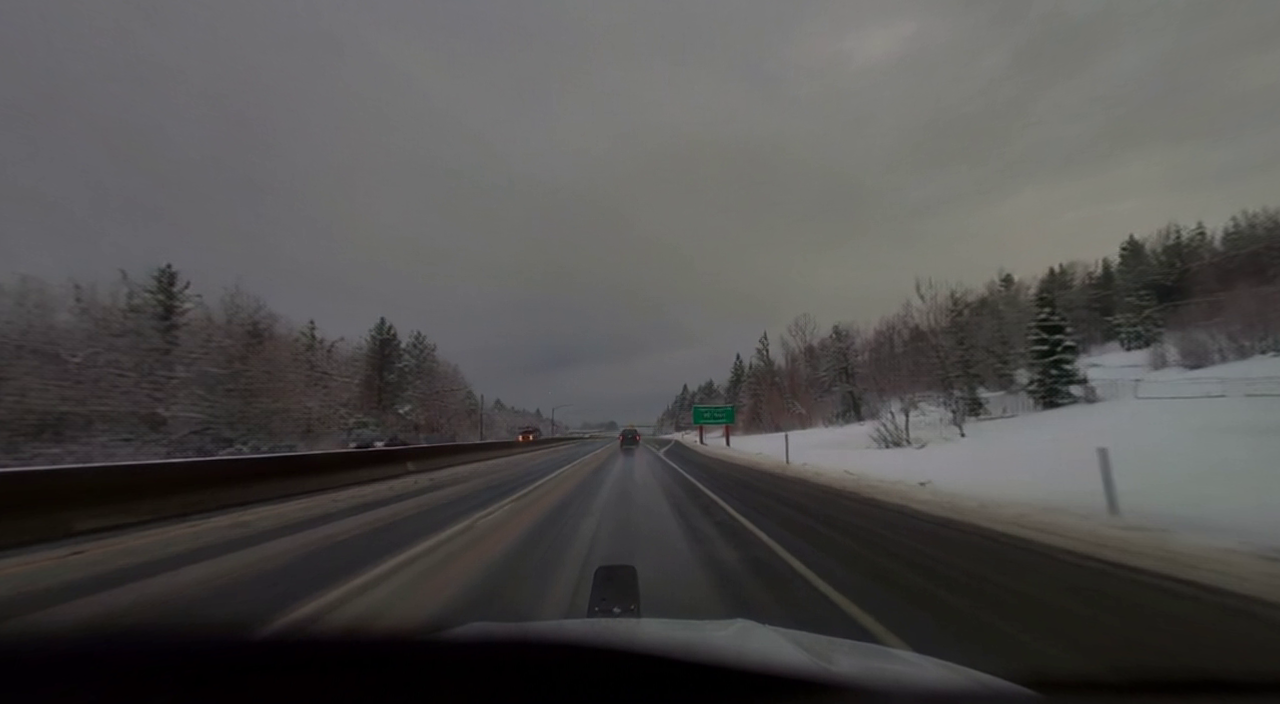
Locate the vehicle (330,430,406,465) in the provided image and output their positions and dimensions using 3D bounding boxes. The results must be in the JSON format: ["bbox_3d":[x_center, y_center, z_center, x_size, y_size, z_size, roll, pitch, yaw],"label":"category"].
[{"bbox_3d":[-13.387,4.700,31.264,1.915,1.590,4.214,0,-8,-1],"label":"vehicle"}]
